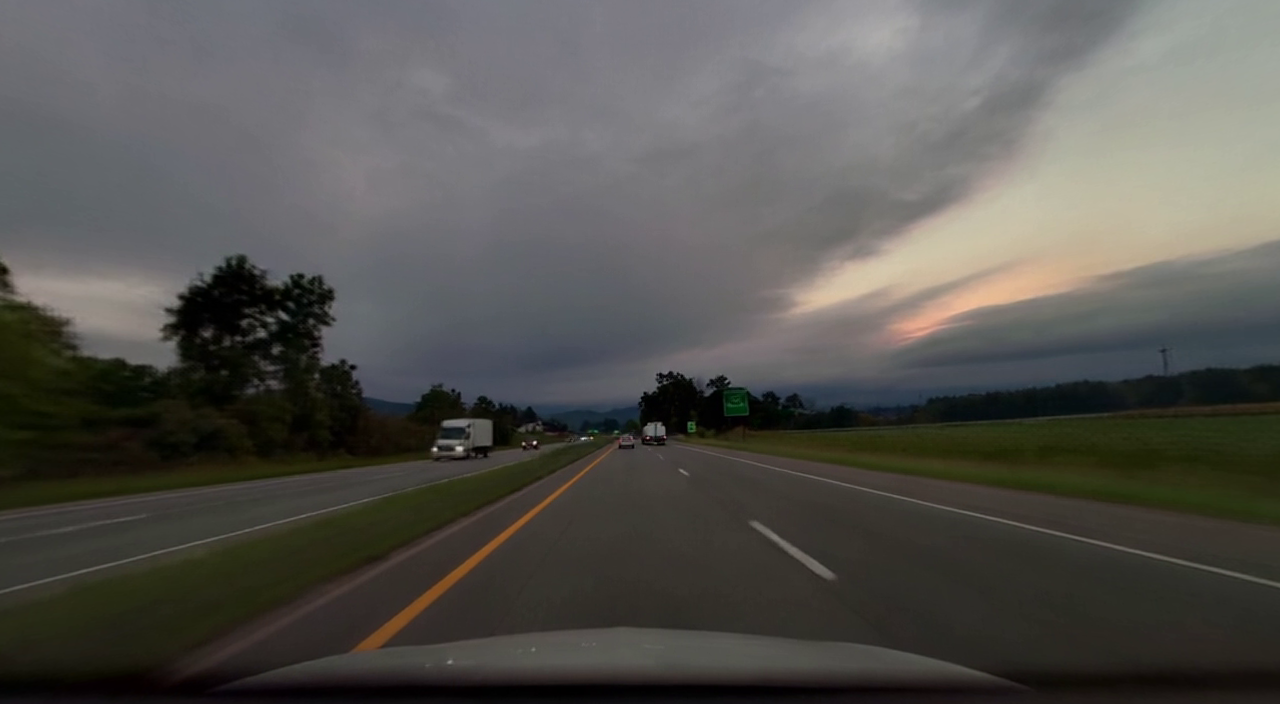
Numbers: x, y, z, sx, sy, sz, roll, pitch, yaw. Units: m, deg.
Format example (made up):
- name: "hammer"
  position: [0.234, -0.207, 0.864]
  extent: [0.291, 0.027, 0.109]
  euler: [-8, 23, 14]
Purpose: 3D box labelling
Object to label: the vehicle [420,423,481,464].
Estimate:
- name: "vehicle"
  position: [-12.948, 6.262, 43.411]
  extent: [2.337, 2.633, 5.925]
  euler: [0, -8, 0]
